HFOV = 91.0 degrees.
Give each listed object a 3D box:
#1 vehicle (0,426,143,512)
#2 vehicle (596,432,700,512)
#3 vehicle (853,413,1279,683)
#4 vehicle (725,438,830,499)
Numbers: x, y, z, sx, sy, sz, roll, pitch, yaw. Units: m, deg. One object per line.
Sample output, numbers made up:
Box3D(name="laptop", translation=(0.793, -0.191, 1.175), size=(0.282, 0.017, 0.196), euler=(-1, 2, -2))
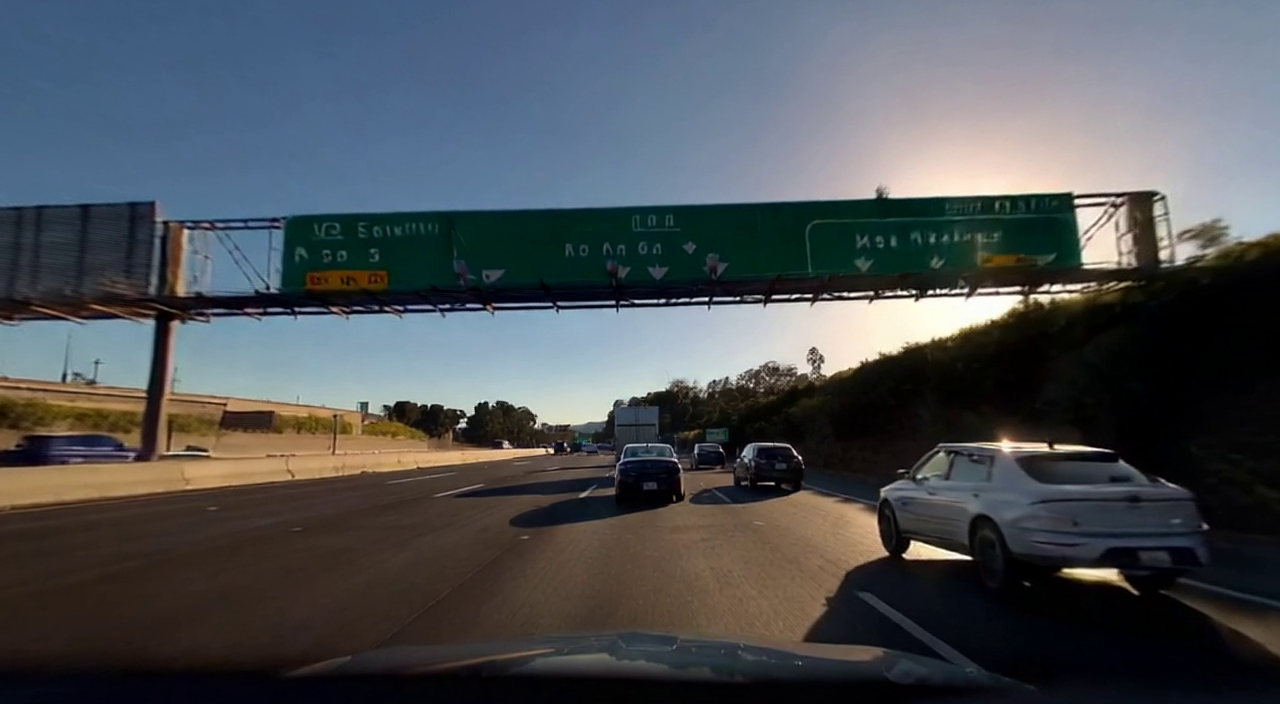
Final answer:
Box3D(name="vehicle", translation=(-14.028, 2.553, 13.983), size=(2.104, 1.728, 4.679), euler=(0, -9, 0))
Box3D(name="vehicle", translation=(0.166, 2.661, 14.378), size=(2.044, 1.554, 3.824), euler=(0, -9, 0))
Box3D(name="vehicle", translation=(3.723, 1.434, 5.794), size=(1.979, 1.504, 4.377), euler=(0, -9, 0))
Box3D(name="vehicle", translation=(3.746, 3.251, 17.934), size=(2.044, 1.523, 3.947), euler=(0, -9, -1))
